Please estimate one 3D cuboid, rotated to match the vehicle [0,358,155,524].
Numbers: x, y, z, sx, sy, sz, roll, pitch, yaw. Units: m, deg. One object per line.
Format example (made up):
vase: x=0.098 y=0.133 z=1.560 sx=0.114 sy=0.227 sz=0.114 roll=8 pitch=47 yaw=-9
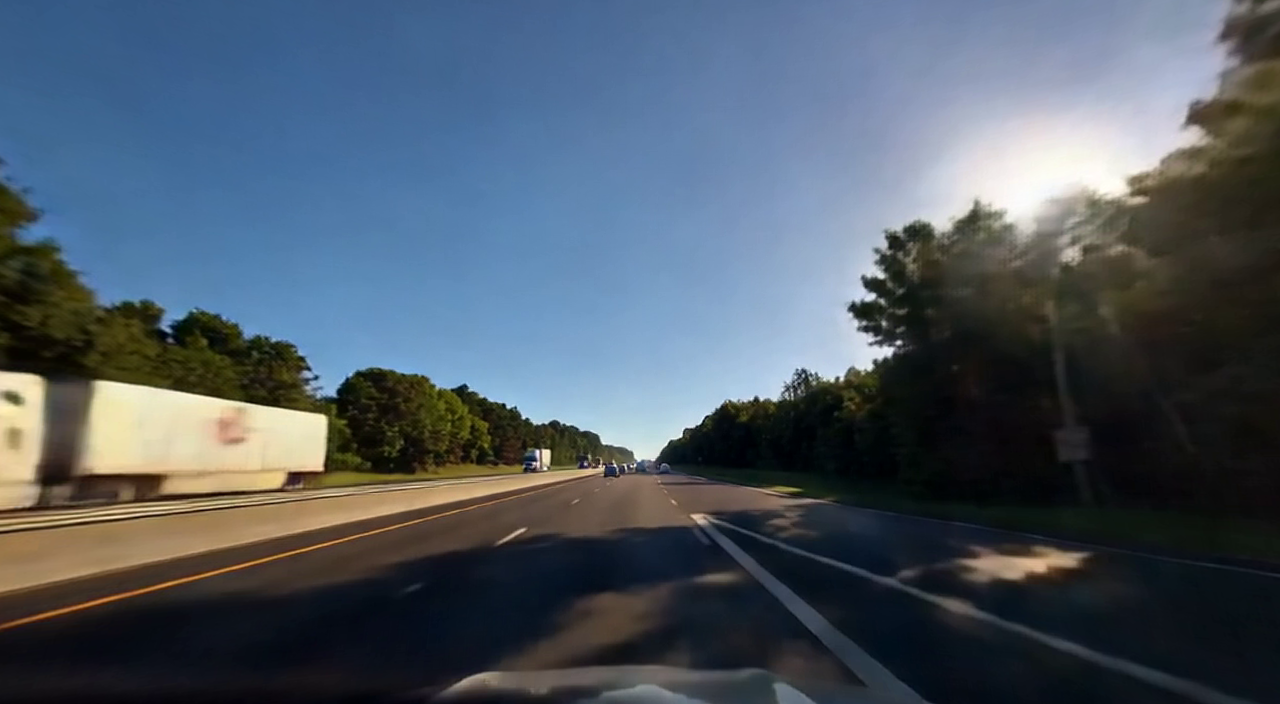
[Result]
vehicle: x=-17.270 y=2.468 z=17.139 sx=3.002 sy=4.023 sz=5.968 roll=0 pitch=-10 yaw=0
